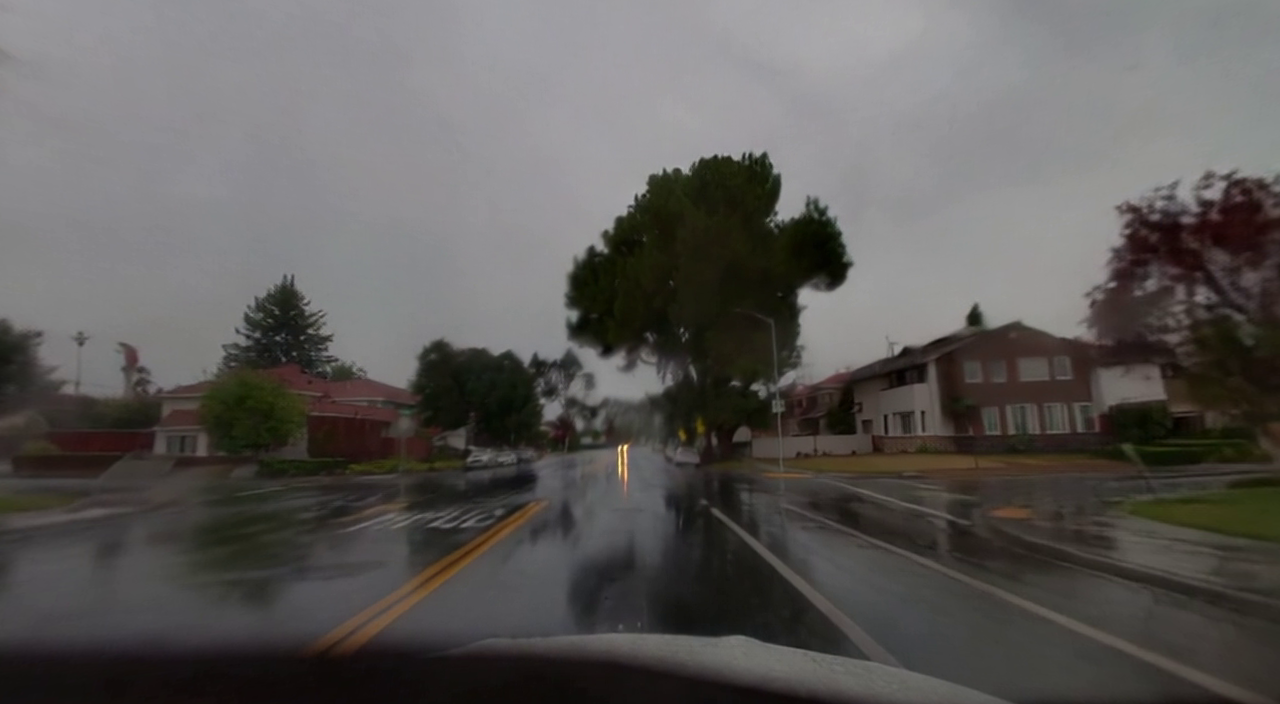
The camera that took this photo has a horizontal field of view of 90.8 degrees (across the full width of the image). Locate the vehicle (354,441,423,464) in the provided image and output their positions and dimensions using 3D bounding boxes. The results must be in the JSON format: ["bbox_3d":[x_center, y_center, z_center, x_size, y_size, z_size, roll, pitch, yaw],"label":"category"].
[{"bbox_3d":[-19.516,7.819,49.188,4.450,1.677,2.027,0,-9,-3],"label":"vehicle"}]

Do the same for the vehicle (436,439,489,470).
[{"bbox_3d":[-12.217,7.103,43.881,2.199,1.988,5.454,0,-9,-2],"label":"vehicle"}]

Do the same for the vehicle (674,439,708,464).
[{"bbox_3d":[3.741,7.404,47.058,2.027,1.751,4.433,0,-9,-2],"label":"vehicle"}]
